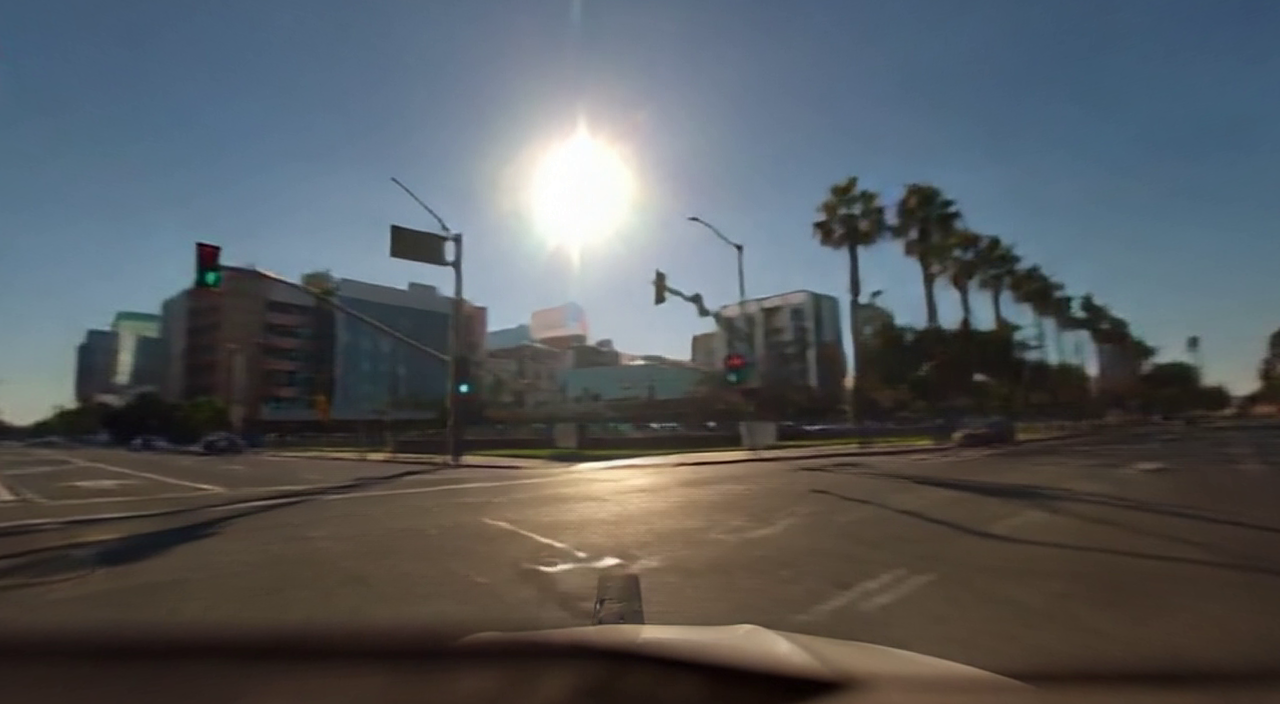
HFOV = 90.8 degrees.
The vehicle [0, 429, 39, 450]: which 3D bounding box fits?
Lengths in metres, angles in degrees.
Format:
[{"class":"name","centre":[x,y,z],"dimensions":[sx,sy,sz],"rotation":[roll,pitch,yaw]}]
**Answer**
[{"class":"vehicle","centre":[-47.067,6.546,47.076],"dimensions":[4.386,1.481,2.037],"rotation":[-6,-10,31]}]

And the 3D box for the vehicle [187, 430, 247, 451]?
[{"class":"vehicle","centre":[-30.103,6.325,44.898],"dimensions":[4.605,1.456,1.870],"rotation":[-6,-11,34]}]

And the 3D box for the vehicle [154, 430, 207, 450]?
[{"class":"vehicle","centre":[-35.937,6.918,49.329],"dimensions":[4.549,1.452,1.846],"rotation":[-6,-11,35]}]

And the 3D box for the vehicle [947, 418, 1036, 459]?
[{"class":"vehicle","centre":[14.005,3.463,25.046],"dimensions":[2.149,1.477,4.186],"rotation":[-8,-11,40]}]
